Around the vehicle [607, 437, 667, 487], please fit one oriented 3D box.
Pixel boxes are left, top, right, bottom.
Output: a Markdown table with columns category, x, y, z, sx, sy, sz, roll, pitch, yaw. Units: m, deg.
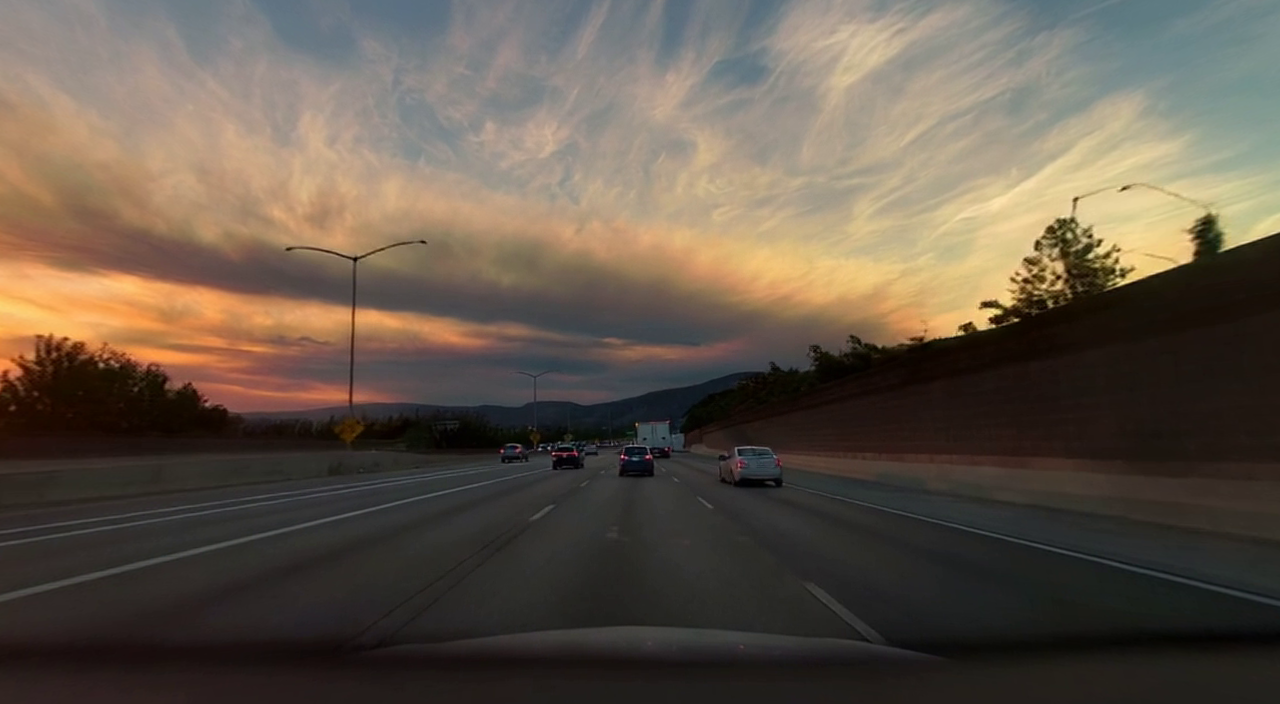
| category | x | y | z | sx | sy | sz | roll | pitch | yaw |
| --- | --- | --- | --- | --- | --- | --- | --- | --- | --- |
| vehicle | -0.132 | 4.152 | 24.236 | 2.103 | 1.717 | 4.399 | 0 | -9 | -1 |

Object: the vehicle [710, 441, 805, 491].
| category | x | y | z | sx | sy | sz | roll | pitch | yaw |
| --- | --- | --- | --- | --- | --- | --- | --- | --- | --- |
| vehicle | 3.760 | 3.748 | 21.157 | 2.146 | 1.482 | 4.665 | 0 | -9 | -2 |

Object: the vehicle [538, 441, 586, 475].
| category | x | y | z | sx | sy | sz | roll | pitch | yaw |
| --- | --- | --- | --- | --- | --- | --- | --- | --- | --- |
| vehicle | -4.099 | 5.642 | 33.918 | 1.988 | 1.696 | 4.754 | 0 | -9 | 0 |
